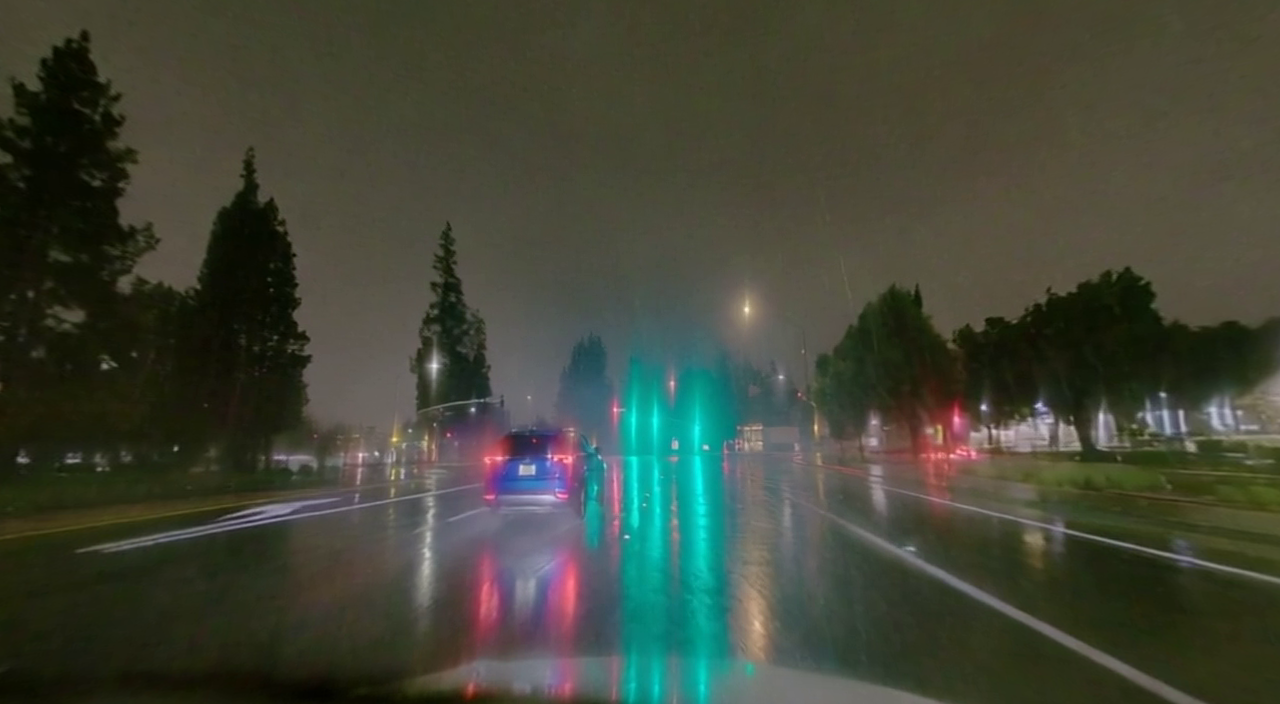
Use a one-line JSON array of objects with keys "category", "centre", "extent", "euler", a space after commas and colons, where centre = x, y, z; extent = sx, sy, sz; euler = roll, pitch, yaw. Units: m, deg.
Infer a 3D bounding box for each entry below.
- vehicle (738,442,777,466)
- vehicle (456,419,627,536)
[{"category": "vehicle", "centre": [7.490, 6.545, 40.511], "extent": [1.983, 1.464, 4.472], "euler": [-1, -9, 4]}, {"category": "vehicle", "centre": [-1.528, 2.209, 11.704], "extent": [2.033, 1.713, 4.503], "euler": [-1, -9, 6]}]
